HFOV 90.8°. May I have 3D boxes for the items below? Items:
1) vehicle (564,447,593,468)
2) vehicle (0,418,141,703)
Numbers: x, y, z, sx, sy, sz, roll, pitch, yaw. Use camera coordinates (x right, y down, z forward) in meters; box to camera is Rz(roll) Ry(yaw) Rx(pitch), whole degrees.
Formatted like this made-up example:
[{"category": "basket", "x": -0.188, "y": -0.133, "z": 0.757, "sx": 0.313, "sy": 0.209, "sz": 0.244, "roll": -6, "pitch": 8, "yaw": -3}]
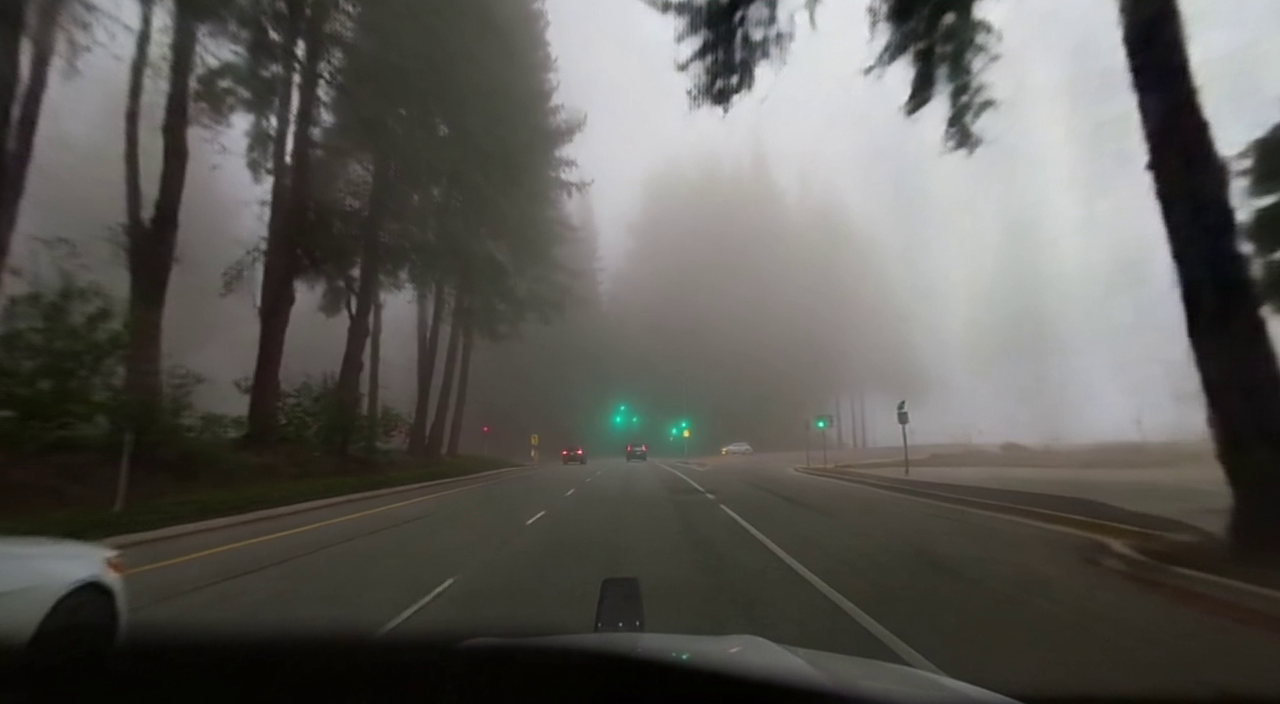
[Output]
[{"category": "vehicle", "x": -4.456, "y": 7.650, "z": 46.088, "sx": 1.674, "sy": 1.408, "sz": 4.141, "roll": 0, "pitch": -8, "yaw": 1}, {"category": "vehicle", "x": -3.723, "y": 0.795, "z": 1.170, "sx": 1.968, "sy": 1.459, "sz": 4.433, "roll": 0, "pitch": -8, "yaw": 0}]
